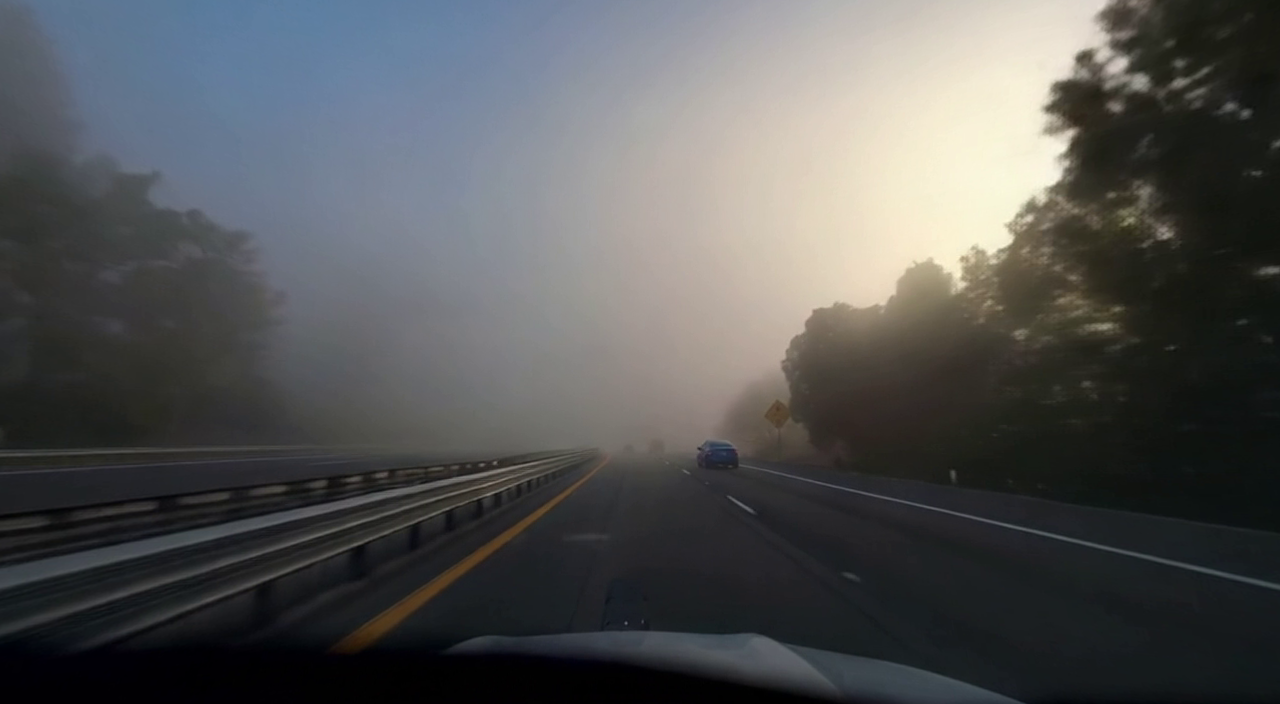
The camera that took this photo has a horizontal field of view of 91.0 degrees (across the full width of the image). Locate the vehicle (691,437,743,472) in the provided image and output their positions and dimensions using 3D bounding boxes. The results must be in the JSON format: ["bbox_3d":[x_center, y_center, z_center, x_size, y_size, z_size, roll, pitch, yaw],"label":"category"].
[{"bbox_3d":[3.646,4.882,30.274,1.945,1.538,3.729,0,-8,-1],"label":"vehicle"}]
